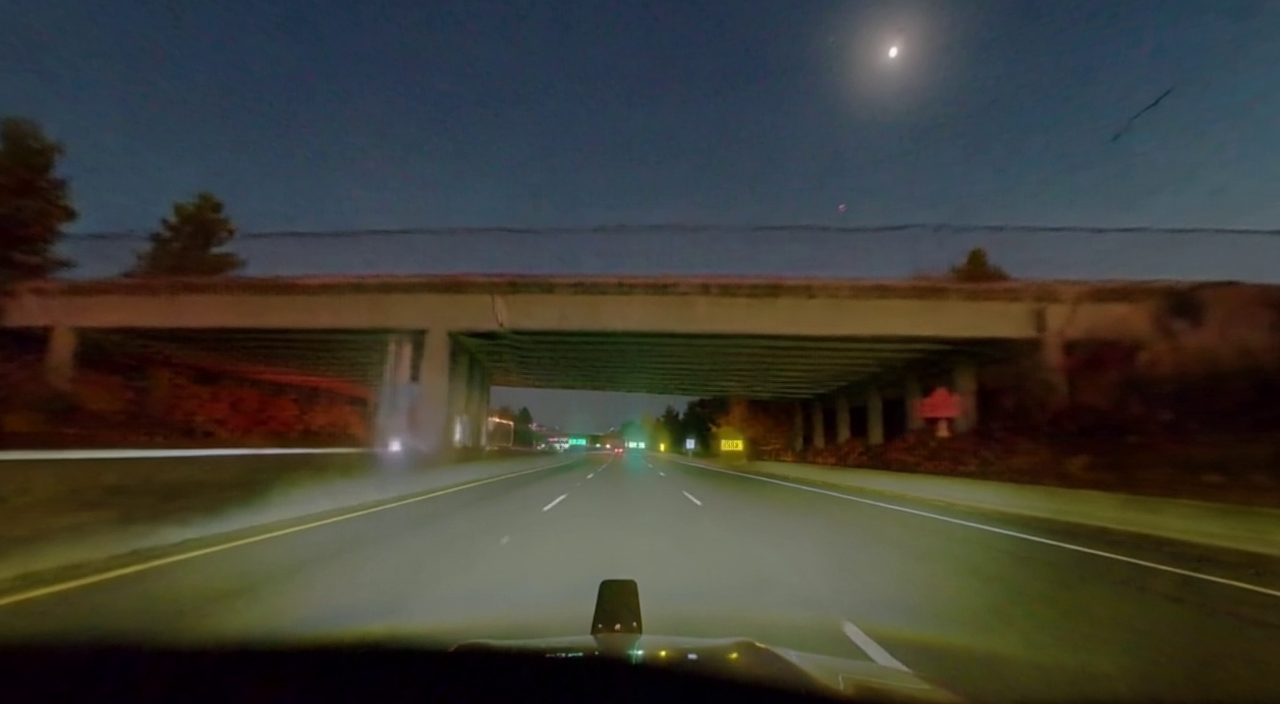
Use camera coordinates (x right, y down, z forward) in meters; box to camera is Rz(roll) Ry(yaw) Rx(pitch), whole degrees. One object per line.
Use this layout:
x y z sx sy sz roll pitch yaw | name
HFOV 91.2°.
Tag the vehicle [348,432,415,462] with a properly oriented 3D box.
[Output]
-13.793 5.100 33.640 1.863 1.504 4.065 0 -9 0 | vehicle
